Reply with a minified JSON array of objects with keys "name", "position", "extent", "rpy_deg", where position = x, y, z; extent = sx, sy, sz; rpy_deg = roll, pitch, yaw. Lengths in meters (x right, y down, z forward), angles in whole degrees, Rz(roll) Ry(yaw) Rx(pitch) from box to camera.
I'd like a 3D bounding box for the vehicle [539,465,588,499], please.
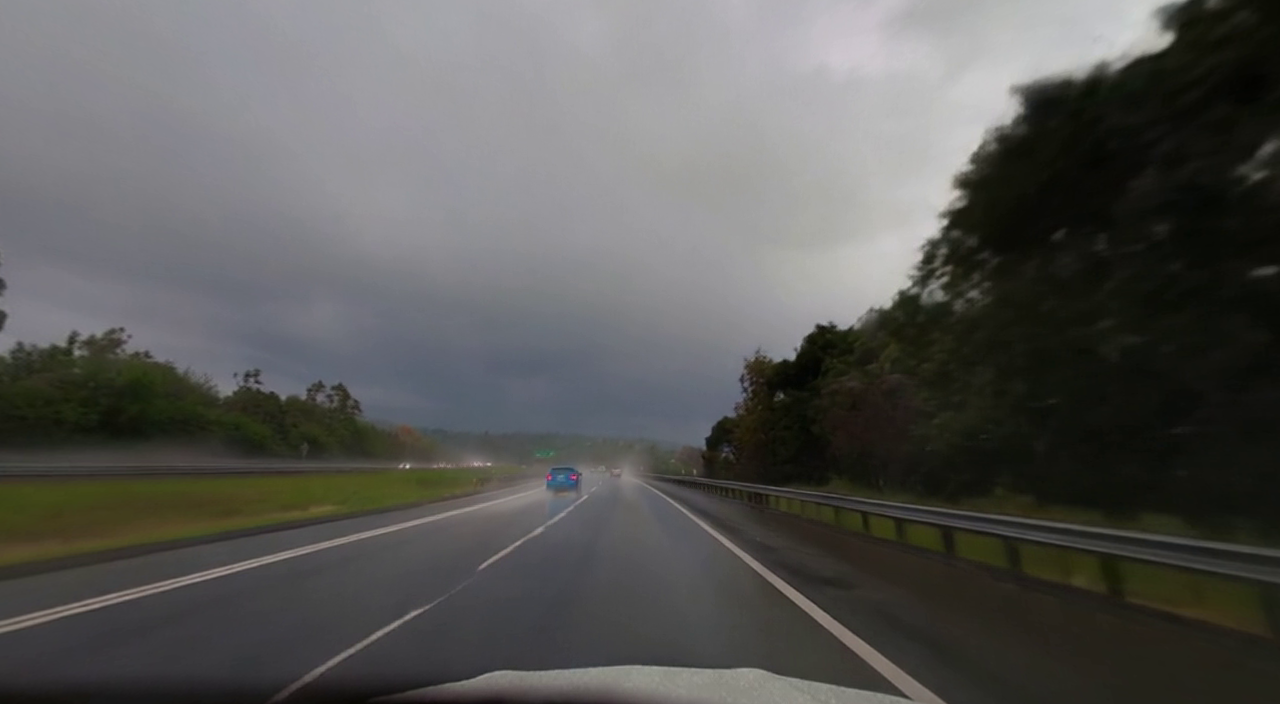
[{"name":"vehicle","position":[-3.773,6.539,31.833],"extent":[1.967,1.556,4.364],"rpy_deg":[1,-11,-1]}]
